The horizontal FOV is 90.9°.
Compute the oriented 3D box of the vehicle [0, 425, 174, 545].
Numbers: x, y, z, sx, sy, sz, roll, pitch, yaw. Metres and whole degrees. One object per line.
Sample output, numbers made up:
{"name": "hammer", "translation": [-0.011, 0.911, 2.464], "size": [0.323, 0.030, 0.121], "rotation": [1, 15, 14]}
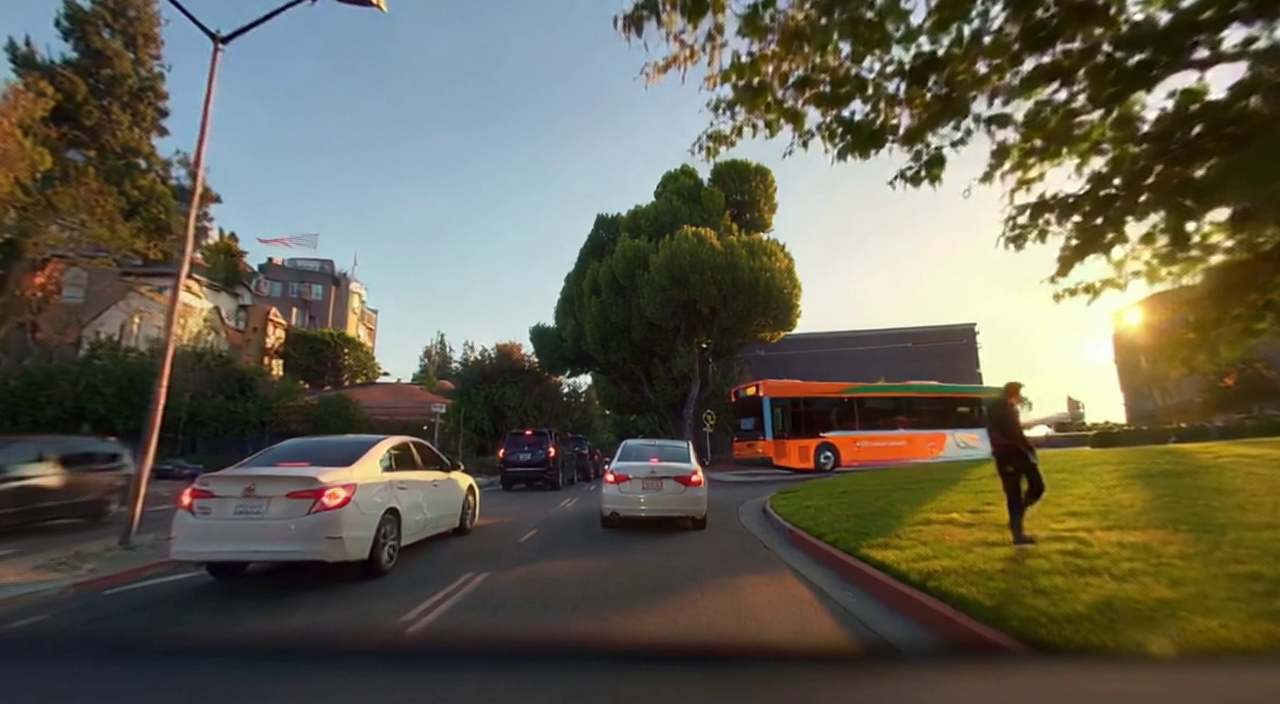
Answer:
{"name": "vehicle", "translation": [-9.918, 2.017, 9.865], "size": [2.086, 1.656, 4.010], "rotation": [0, -8, 1]}

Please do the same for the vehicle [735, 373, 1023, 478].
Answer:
{"name": "vehicle", "translation": [8.650, 2.713, 22.781], "size": [9.977, 3.303, 2.948], "rotation": [3, -9, -19]}

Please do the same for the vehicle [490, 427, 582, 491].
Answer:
{"name": "vehicle", "translation": [-3.104, 3.315, 19.904], "size": [2.017, 1.761, 4.572], "rotation": [0, -8, 2]}

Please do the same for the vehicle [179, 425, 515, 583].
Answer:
{"name": "vehicle", "translation": [-3.289, 1.789, 8.348], "size": [1.953, 1.480, 4.522], "rotation": [-1, -8, 5]}

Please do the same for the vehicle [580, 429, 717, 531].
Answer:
{"name": "vehicle", "translation": [0.200, 2.184, 11.290], "size": [2.020, 1.478, 3.922], "rotation": [-1, -8, 2]}
